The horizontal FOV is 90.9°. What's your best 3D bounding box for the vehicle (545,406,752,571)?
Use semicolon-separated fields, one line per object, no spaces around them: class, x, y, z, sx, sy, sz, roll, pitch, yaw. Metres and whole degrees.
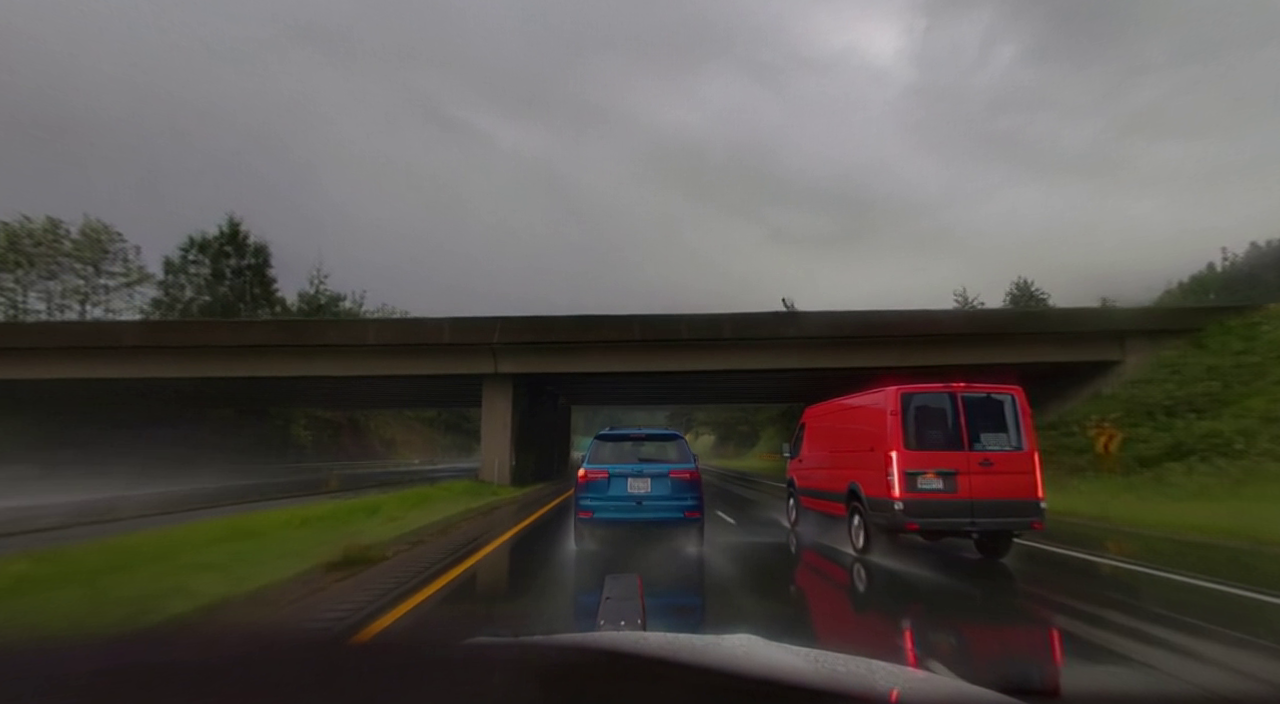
vehicle;0.091;1.834;9.117;2.288;1.823;4.059;0;-9;0
